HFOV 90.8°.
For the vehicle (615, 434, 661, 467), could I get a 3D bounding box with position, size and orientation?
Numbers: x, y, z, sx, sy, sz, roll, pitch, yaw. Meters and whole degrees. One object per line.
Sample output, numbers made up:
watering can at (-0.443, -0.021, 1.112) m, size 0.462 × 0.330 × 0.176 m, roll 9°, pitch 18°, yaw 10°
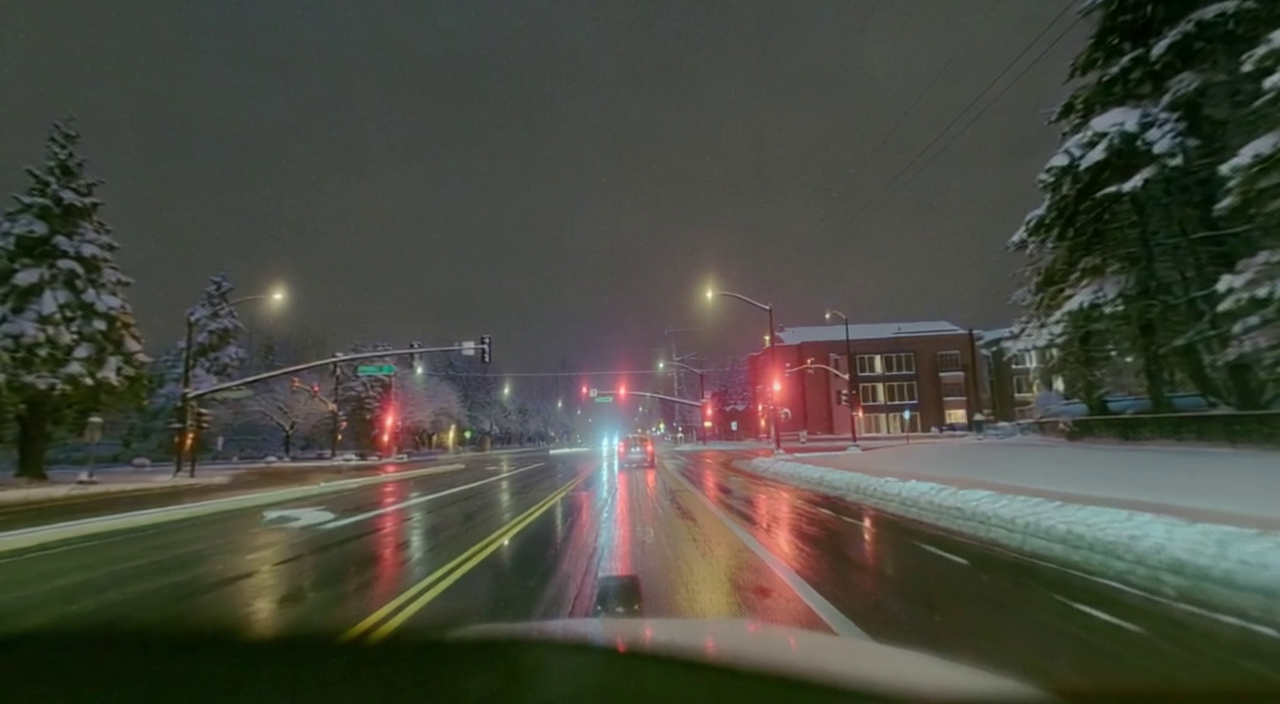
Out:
vehicle at (-0.122, 4.769, 30.593) m, size 2.107 × 1.470 × 3.974 m, roll 0°, pitch -9°, yaw -1°
